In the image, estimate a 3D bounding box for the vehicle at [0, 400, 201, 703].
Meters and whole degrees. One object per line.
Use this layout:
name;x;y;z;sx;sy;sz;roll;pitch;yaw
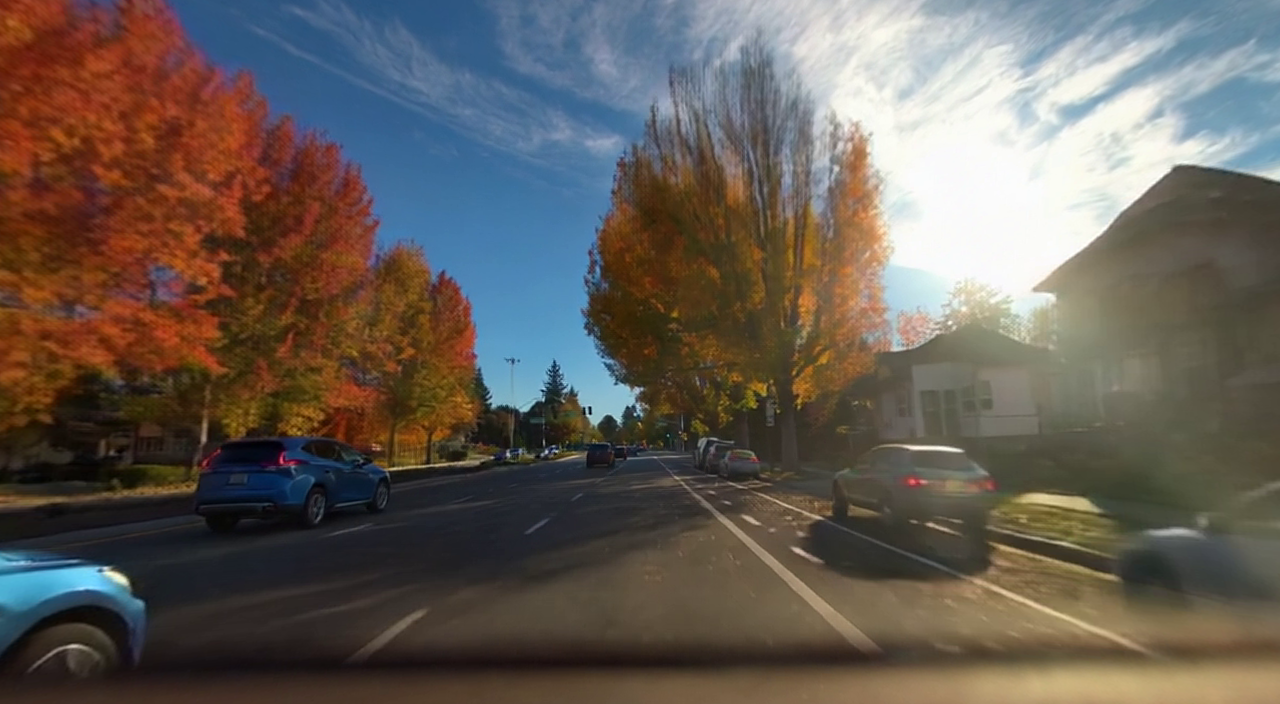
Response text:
vehicle;-3.143;0.694;0.741;1.982;1.478;4.465;0;-9;1

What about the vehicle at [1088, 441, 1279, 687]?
vehicle;4.726;1.171;3.127;1.824;1.453;4.374;0;-9;1

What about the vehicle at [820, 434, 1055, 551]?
vehicle;4.819;2.320;11.115;1.934;1.612;4.477;0;-9;0

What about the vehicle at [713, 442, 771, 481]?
vehicle;4.739;5.164;29.953;1.950;1.668;4.414;0;-9;-1

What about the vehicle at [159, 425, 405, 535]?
vehicle;-6.506;2.368;12.237;2.034;1.711;4.512;0;-9;1
